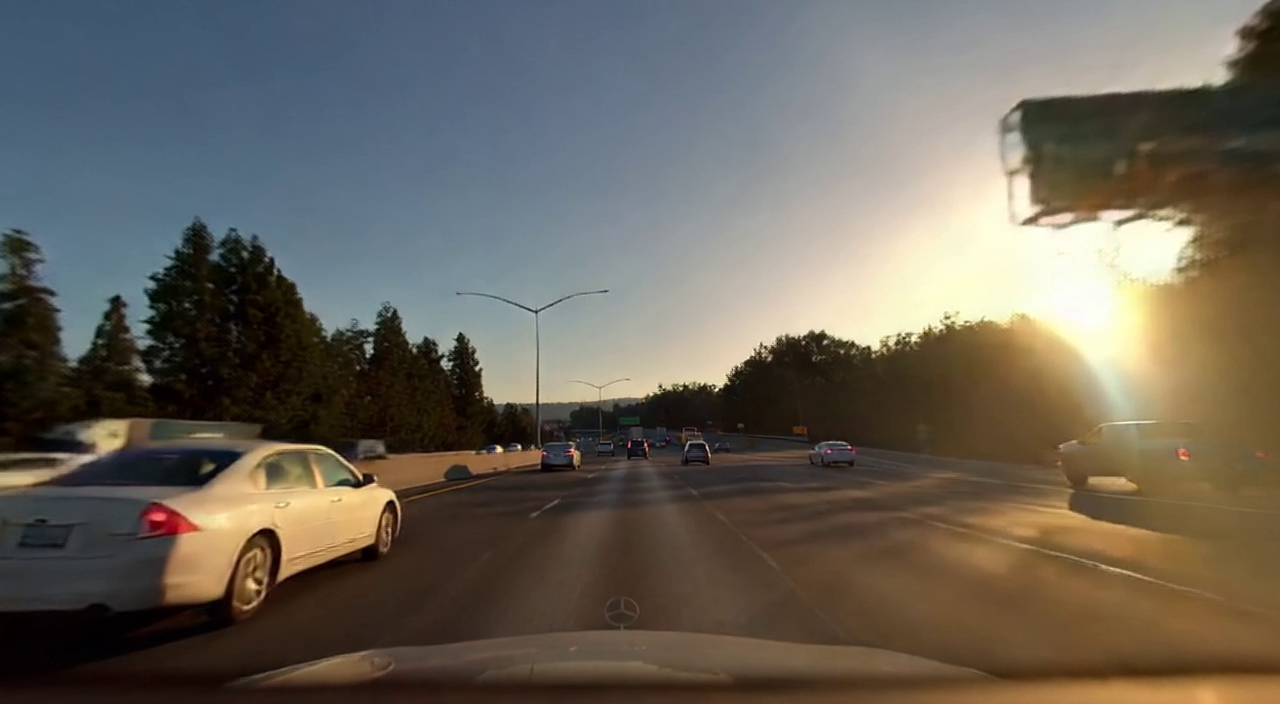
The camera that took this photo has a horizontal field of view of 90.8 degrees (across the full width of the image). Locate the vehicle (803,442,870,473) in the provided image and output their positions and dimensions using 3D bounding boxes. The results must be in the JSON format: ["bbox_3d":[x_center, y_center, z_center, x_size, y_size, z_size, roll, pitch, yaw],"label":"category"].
[{"bbox_3d":[9.555,5.142,31.041,1.910,1.384,3.867,1,-8,-2],"label":"vehicle"}]

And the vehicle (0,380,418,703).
[{"bbox_3d":[-3.617,1.272,5.032,2.119,1.654,4.353,0,-8,0],"label":"vehicle"}]

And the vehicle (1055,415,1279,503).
[{"bbox_3d":[12.943,2.572,15.559,2.076,1.799,4.871,0,-8,-1],"label":"vehicle"}]

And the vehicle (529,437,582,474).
[{"bbox_3d":[-3.987,4.961,30.409,1.992,1.651,4.185,0,-8,0],"label":"vehicle"}]

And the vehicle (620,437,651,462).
[{"bbox_3d":[-0.371,7.347,47.663,2.192,1.813,4.864,0,-8,-1],"label":"vehicle"}]

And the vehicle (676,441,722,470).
[{"bbox_3d":[3.163,5.635,34.700,2.007,1.469,4.337,0,-8,-2],"label":"vehicle"}]
